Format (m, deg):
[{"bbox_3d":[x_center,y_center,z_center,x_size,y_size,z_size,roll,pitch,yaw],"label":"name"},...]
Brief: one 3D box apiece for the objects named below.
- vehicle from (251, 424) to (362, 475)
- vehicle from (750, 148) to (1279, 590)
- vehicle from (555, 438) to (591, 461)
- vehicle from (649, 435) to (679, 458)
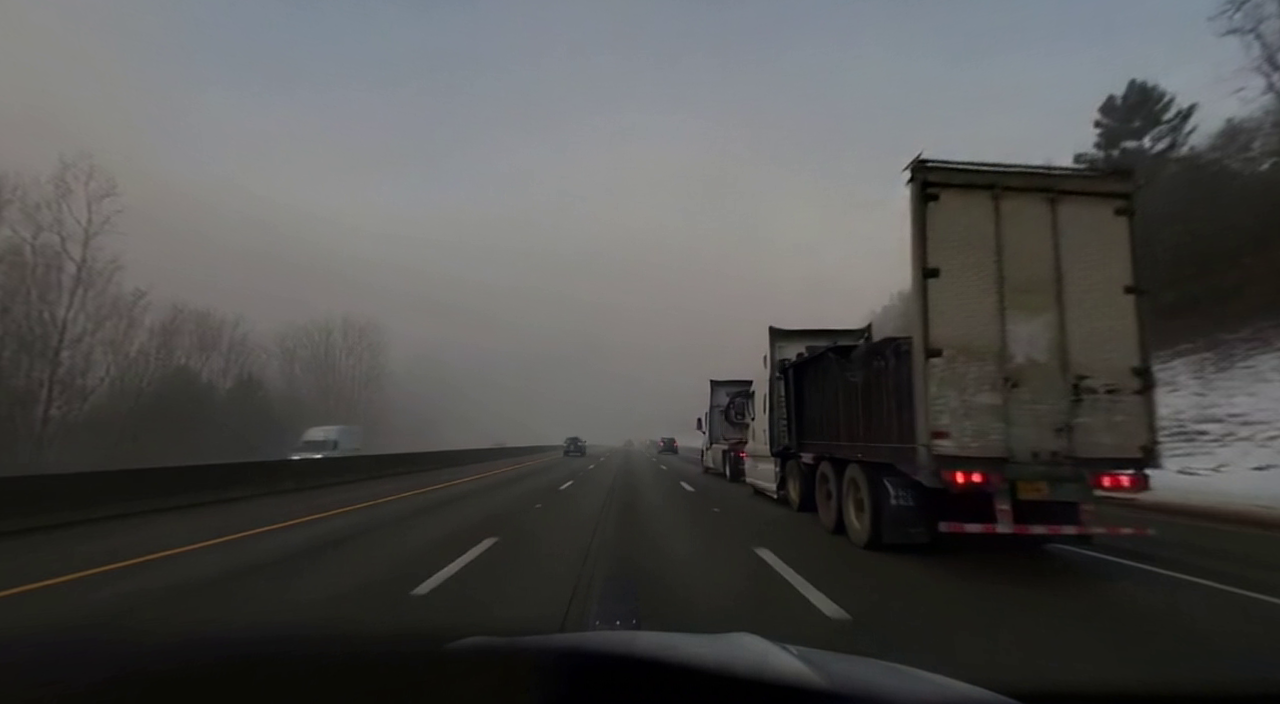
[{"bbox_3d":[-16.672,4.879,31.922,2.403,2.328,5.838,0,-8,0],"label":"vehicle"},{"bbox_3d":[4.024,0.642,9.939,2.906,3.999,8.621,0,-8,-1],"label":"vehicle"},{"bbox_3d":[-4.436,6.529,42.317,2.017,1.484,4.088,0,-8,-1],"label":"vehicle"},{"bbox_3d":[1.862,7.418,49.656,2.124,1.696,4.173,0,-8,-1],"label":"vehicle"}]
